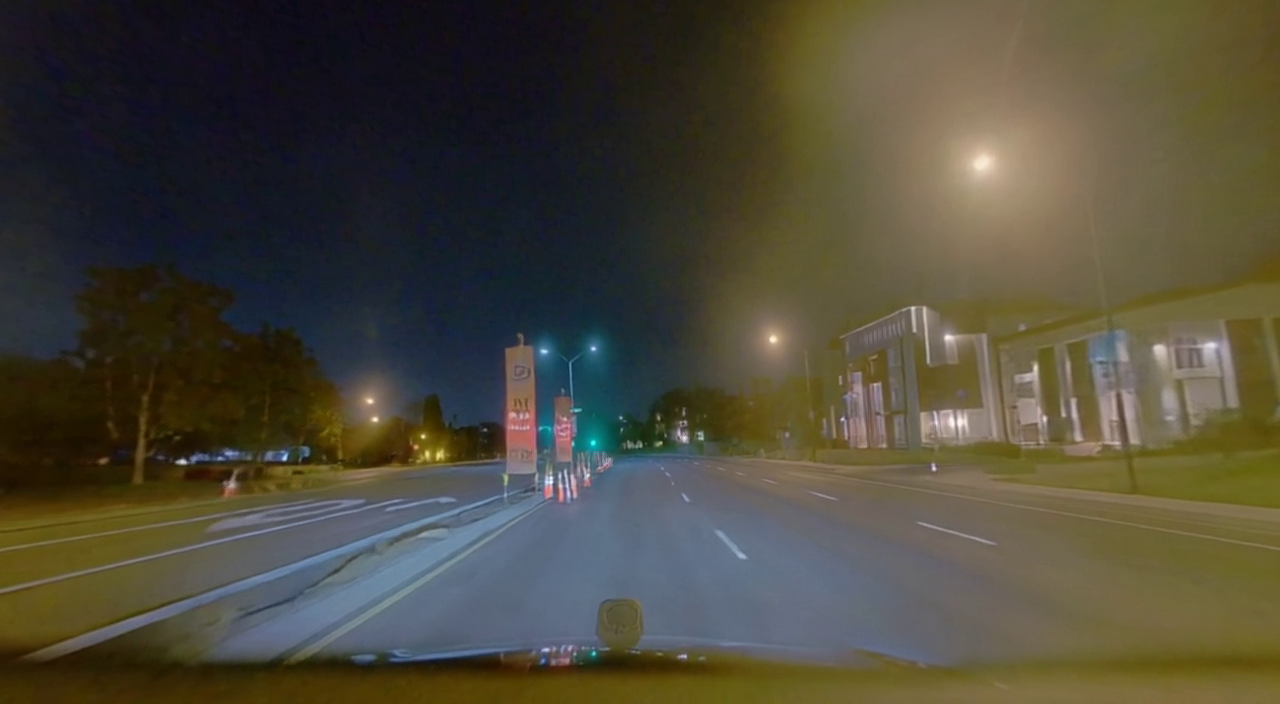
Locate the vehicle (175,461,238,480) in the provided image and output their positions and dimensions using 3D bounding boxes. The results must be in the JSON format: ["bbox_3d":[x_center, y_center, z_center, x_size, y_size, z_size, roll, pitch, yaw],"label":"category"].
[{"bbox_3d":[-33.639,9.211,49.098,3.512,1.321,1.874,0,-9,-4],"label":"vehicle"}]
